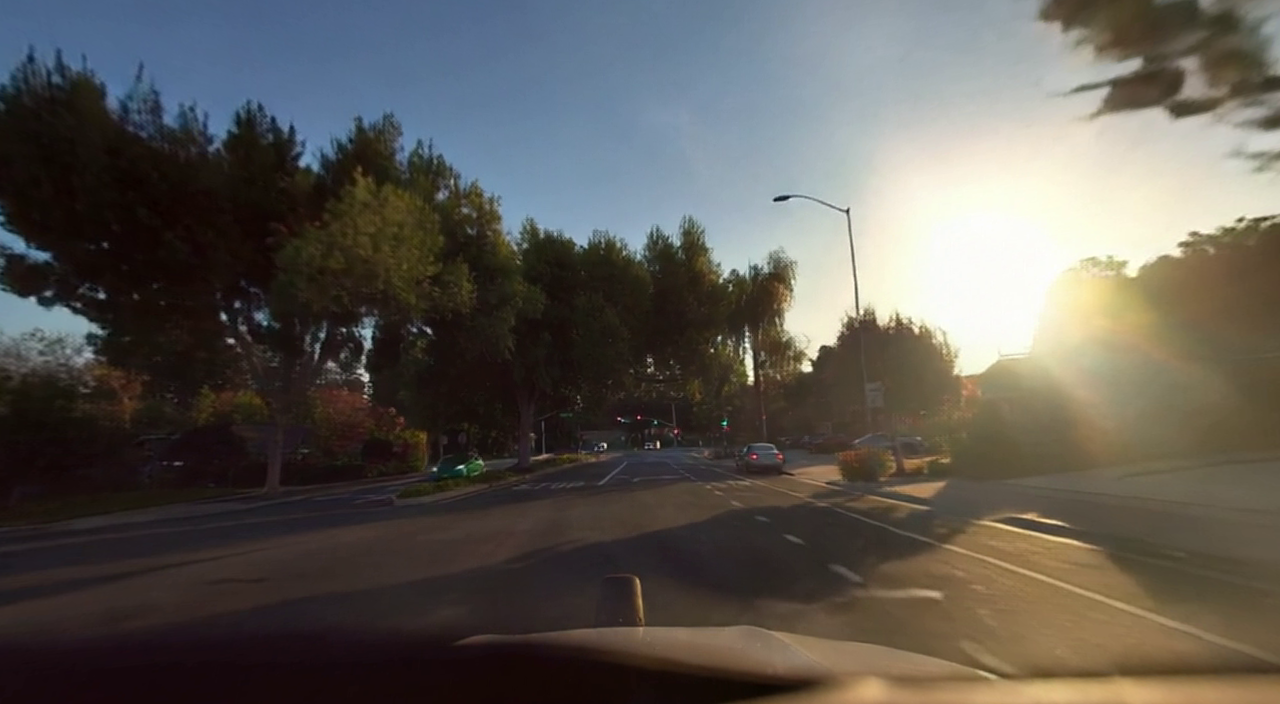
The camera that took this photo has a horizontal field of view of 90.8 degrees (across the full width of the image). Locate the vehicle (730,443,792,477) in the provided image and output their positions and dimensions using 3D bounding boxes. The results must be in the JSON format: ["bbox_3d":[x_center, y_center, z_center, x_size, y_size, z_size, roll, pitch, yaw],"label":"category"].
[{"bbox_3d":[5.470,4.929,29.177,1.917,1.440,4.335,0,-9,-1],"label":"vehicle"}]

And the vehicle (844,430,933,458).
[{"bbox_3d":[13.663,5.062,34.937,4.164,1.470,1.921,0,-7,3],"label":"vehicle"}]

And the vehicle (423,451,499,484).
[{"bbox_3d":[-8.720,5.657,31.291,2.067,1.491,4.807,-1,-9,4],"label":"vehicle"}]

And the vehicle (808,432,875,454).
[{"bbox_3d":[14.531,6.592,45.737,4.210,1.474,1.799,-1,-8,2],"label":"vehicle"}]
